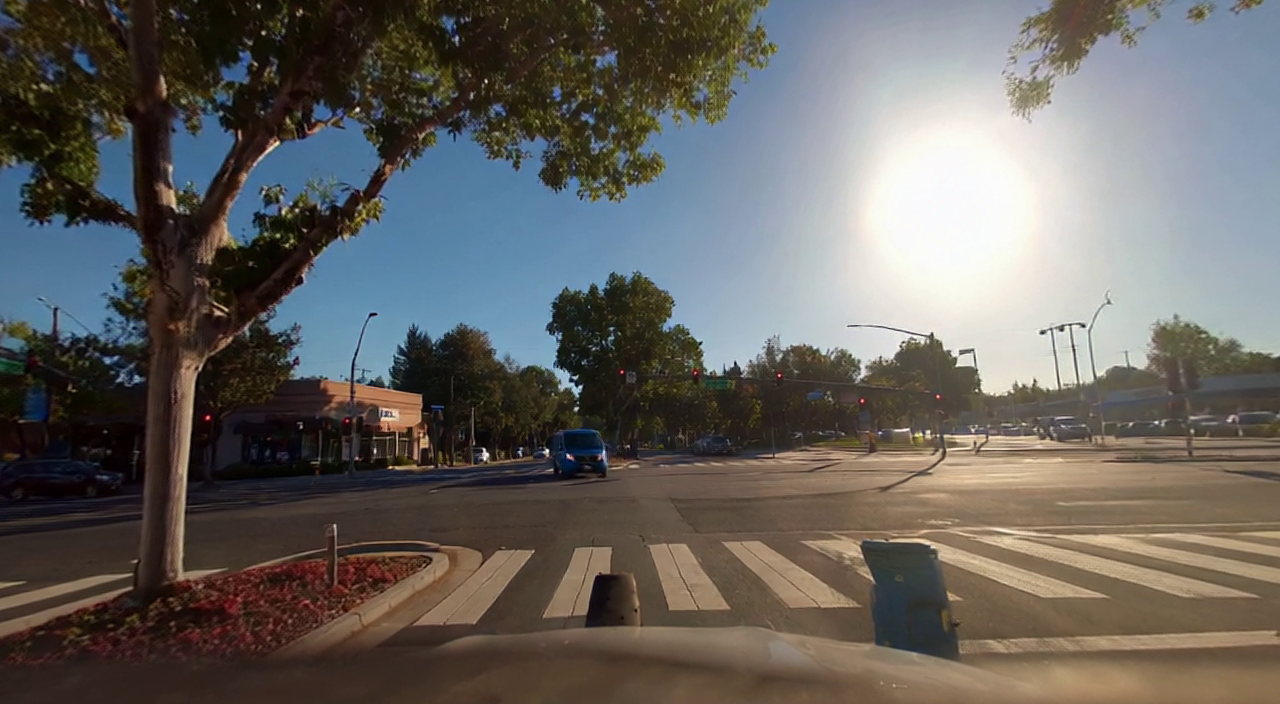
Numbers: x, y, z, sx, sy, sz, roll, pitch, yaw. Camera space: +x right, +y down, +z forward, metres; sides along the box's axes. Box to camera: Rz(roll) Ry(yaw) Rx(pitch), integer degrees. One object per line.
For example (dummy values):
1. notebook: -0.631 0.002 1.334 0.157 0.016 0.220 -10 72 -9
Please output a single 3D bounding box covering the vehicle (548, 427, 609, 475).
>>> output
1. vehicle: -3.531 5.468 35.018 2.465 2.404 5.791 2 -9 -15
